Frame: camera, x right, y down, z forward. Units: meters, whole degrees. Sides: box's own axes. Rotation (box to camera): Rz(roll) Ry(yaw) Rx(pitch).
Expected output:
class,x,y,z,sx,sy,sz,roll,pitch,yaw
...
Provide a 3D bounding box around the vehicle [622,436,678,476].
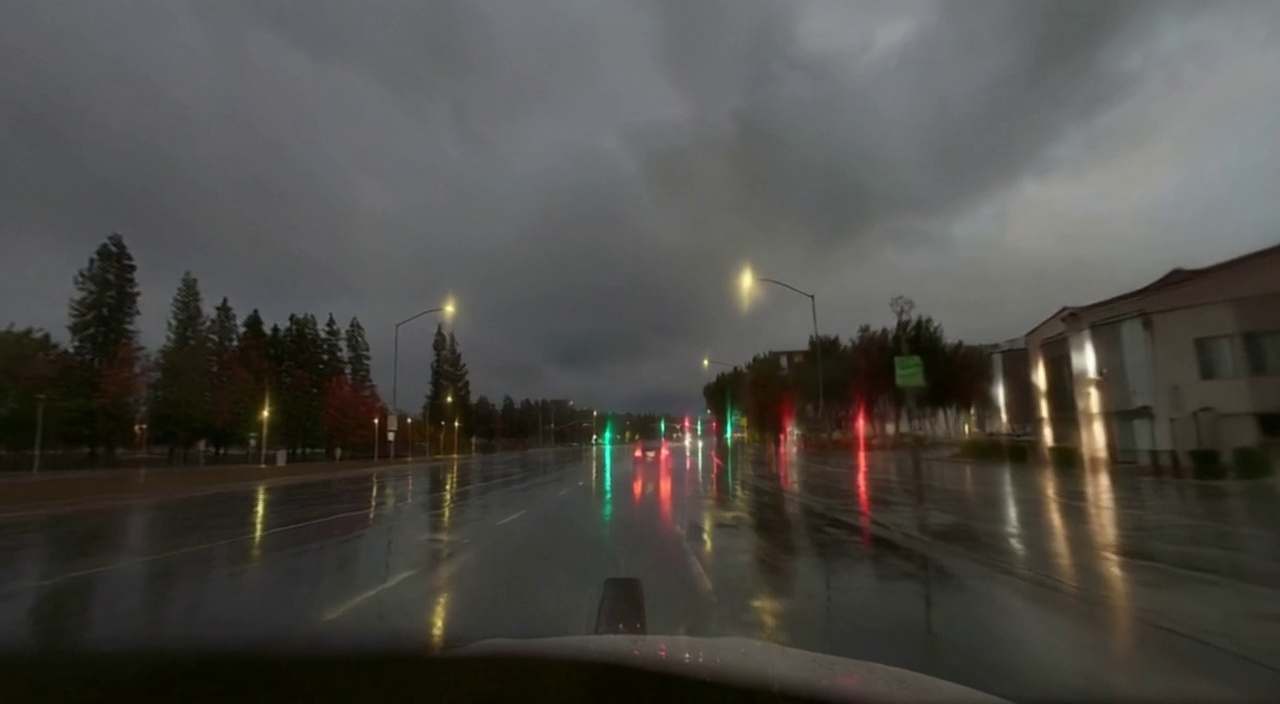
class,x,y,z,sx,sy,sz,roll,pitch,yaw
vehicle,0.446,4.239,26.018,2.133,1.481,4.276,-1,-9,2
